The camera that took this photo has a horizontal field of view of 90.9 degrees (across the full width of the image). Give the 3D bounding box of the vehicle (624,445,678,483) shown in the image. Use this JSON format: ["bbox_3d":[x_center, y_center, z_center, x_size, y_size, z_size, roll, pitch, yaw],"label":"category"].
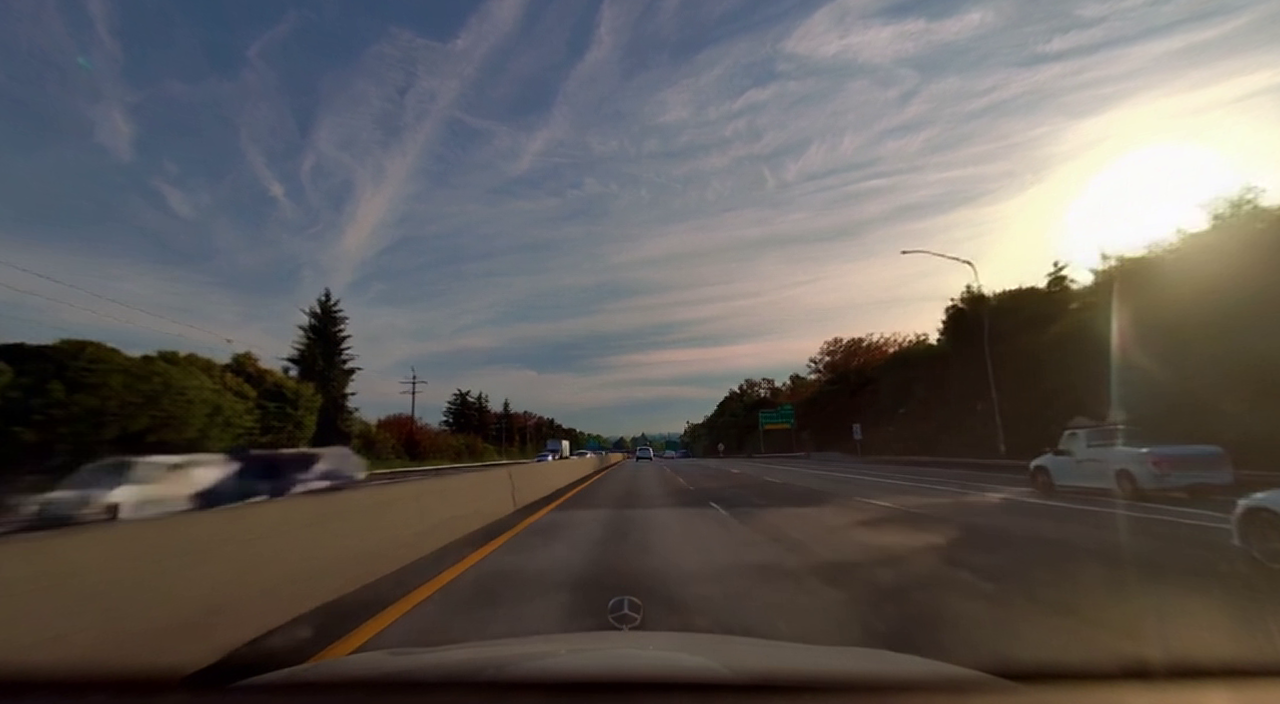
[{"bbox_3d":[0.457,4.920,27.957,2.177,1.520,4.278,0,-9,0],"label":"vehicle"}]

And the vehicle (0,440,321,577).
[{"bbox_3d":[-7.020,2.231,9.766,1.962,1.631,4.070,0,-9,0],"label":"vehicle"}]

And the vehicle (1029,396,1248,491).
[{"bbox_3d":[14.505,2.768,18.932,2.115,2.446,5.323,0,-9,0],"label":"vehicle"}]
